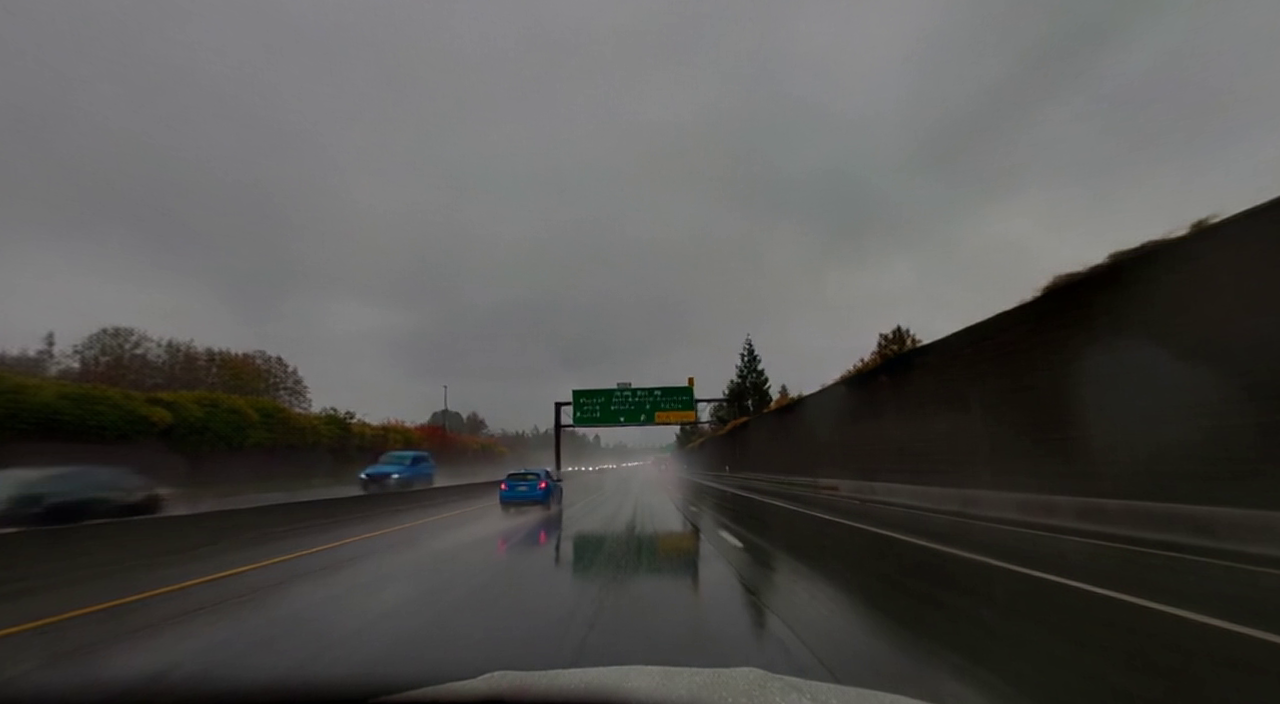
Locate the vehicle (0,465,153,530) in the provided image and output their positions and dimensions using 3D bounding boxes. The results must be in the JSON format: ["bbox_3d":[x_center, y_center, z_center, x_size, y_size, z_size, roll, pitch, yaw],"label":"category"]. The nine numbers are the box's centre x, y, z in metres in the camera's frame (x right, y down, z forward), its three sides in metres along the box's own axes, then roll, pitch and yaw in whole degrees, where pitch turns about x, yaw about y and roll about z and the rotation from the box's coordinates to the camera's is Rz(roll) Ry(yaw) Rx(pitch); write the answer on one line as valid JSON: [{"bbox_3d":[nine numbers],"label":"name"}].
[{"bbox_3d":[-14.314,3.370,14.948,1.848,1.321,4.499,1,-10,1],"label":"vehicle"}]

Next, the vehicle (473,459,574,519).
[{"bbox_3d":[-3.231,3.939,18.453,2.045,1.487,4.582,1,-10,0],"label":"vehicle"}]

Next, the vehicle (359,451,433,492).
[{"bbox_3d":[-15.760,7.810,41.160,2.499,2.435,5.574,1,-10,0],"label":"vehicle"}]
